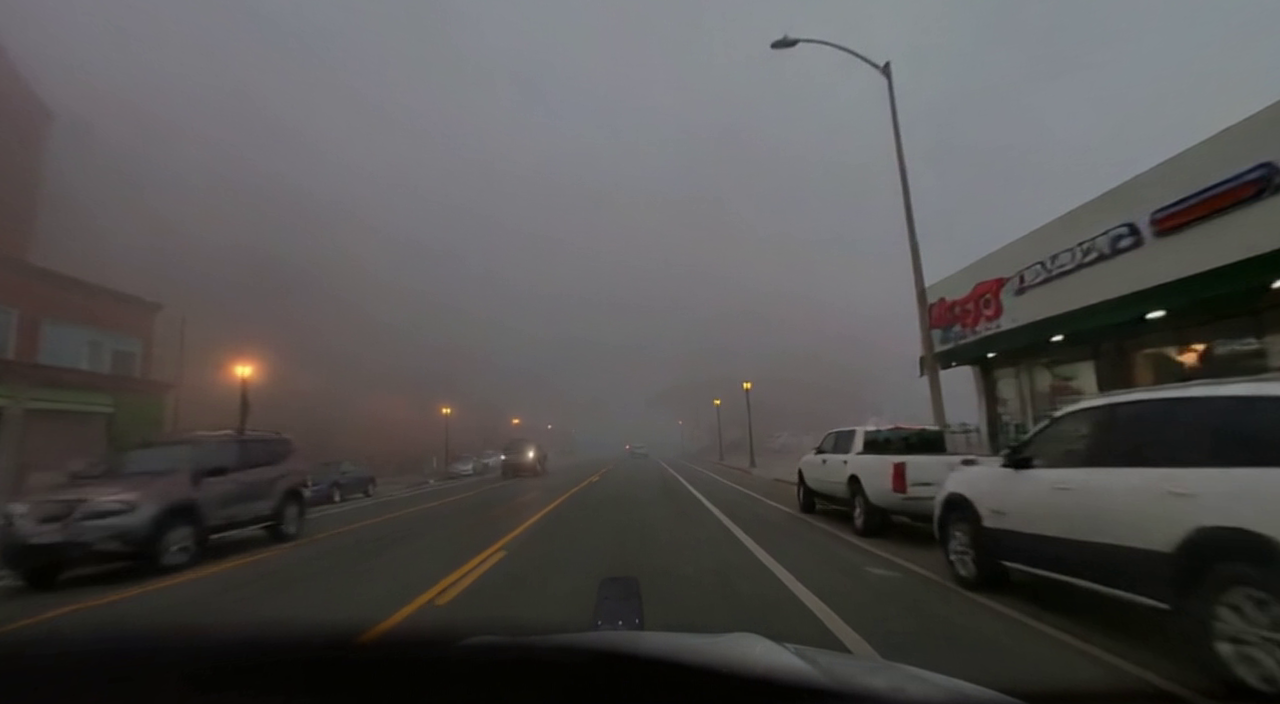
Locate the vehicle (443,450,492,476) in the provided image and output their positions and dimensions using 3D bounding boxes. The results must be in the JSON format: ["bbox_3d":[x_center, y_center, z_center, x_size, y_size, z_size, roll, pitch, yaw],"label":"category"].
[{"bbox_3d":[-10.773,6.965,39.739,1.784,1.502,4.344,0,-9,1],"label":"vehicle"}]

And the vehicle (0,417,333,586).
[{"bbox_3d":[-6.705,2.001,9.323,2.044,1.839,4.512,0,-9,0],"label":"vehicle"}]

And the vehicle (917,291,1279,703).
[{"bbox_3d":[3.861,0.928,4.141,1.976,2.001,4.430,0,-9,-1],"label":"vehicle"}]

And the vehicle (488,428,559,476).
[{"bbox_3d":[-5.526,4.864,30.812,2.267,2.070,5.719,0,-9,1],"label":"vehicle"}]
